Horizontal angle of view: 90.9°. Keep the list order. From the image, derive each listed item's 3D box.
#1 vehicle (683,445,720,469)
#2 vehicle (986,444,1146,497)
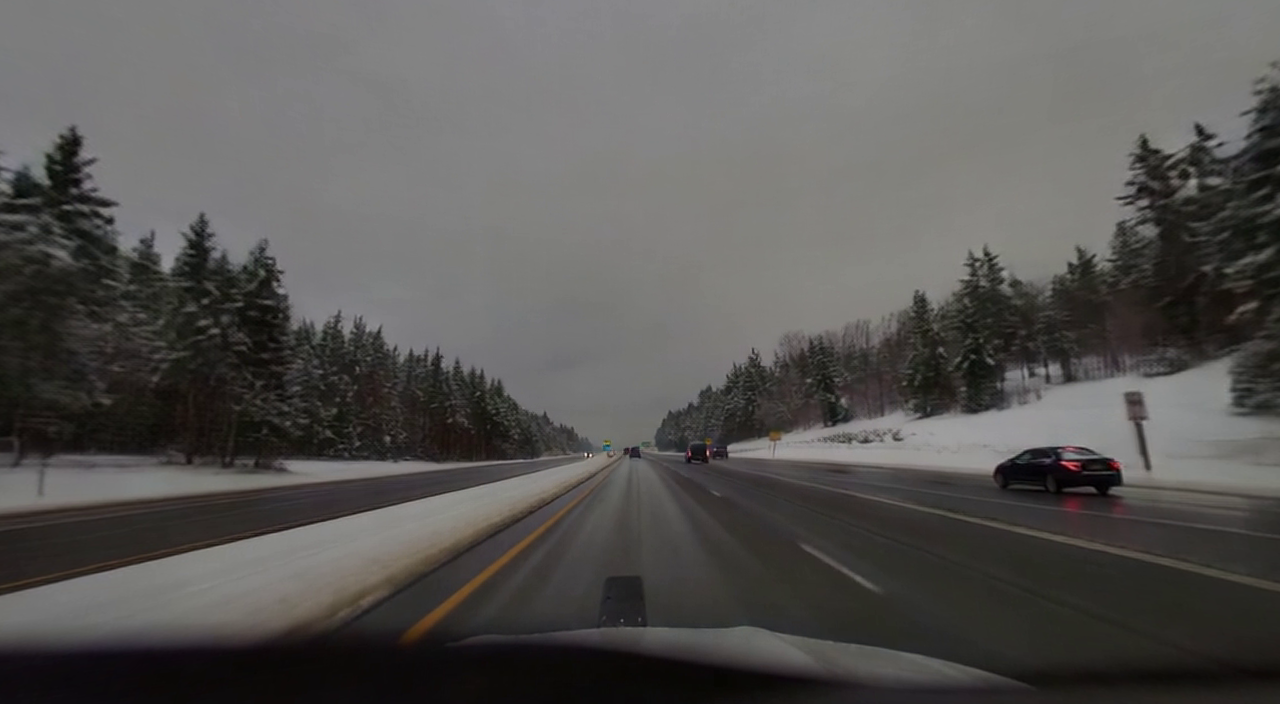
[{"bbox_3d":[4.222,7.316,44.073,2.058,1.605,4.116,0,-9,-2],"label":"vehicle"},{"bbox_3d":[12.408,3.448,18.690,1.926,1.386,3.719,1,-9,-5],"label":"vehicle"}]
